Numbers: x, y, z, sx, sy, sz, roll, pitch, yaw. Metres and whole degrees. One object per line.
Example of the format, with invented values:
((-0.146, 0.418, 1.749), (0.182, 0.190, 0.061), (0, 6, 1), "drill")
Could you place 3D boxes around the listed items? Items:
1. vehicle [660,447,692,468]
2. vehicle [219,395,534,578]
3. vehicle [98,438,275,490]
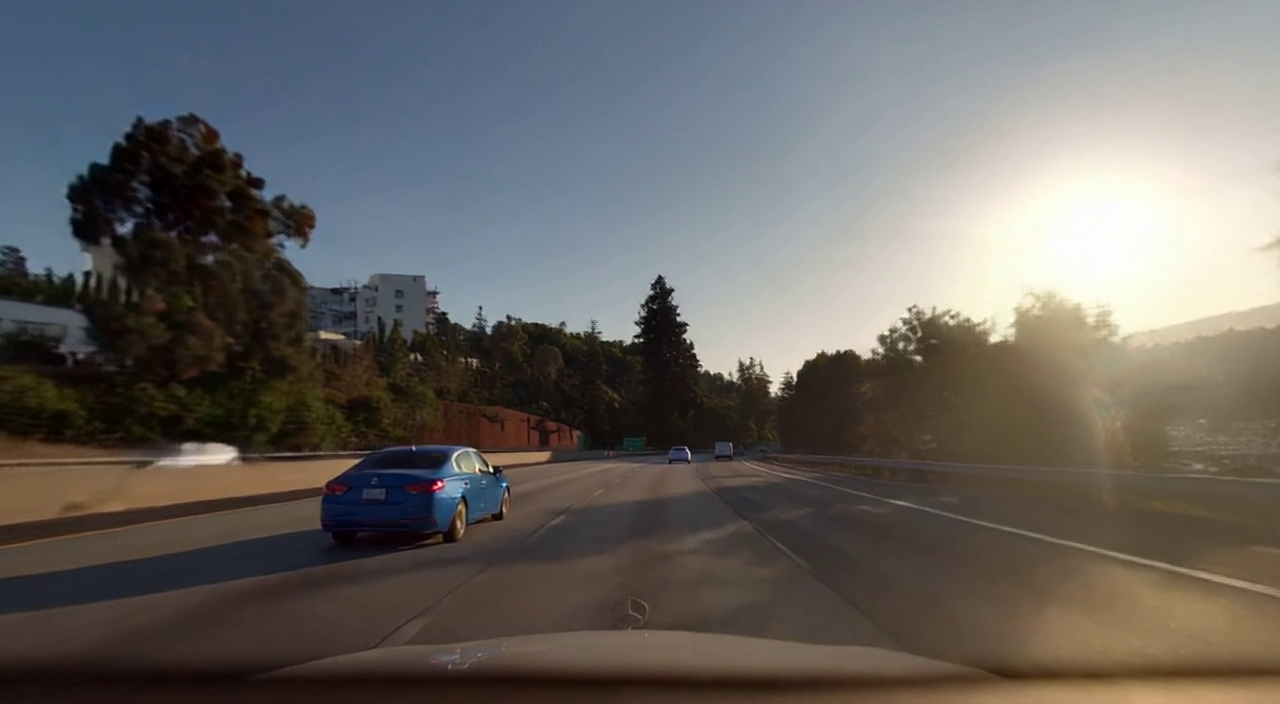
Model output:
((2.542, 7.444, 44.658), (2.158, 1.458, 3.656), (0, -9, 3), "vehicle")
((-3.064, 1.718, 8.834), (2.185, 1.823, 4.854), (0, -9, 1), "vehicle")
((-16.628, 4.138, 23.656), (2.275, 1.685, 5.624), (0, -9, 2), "vehicle")
